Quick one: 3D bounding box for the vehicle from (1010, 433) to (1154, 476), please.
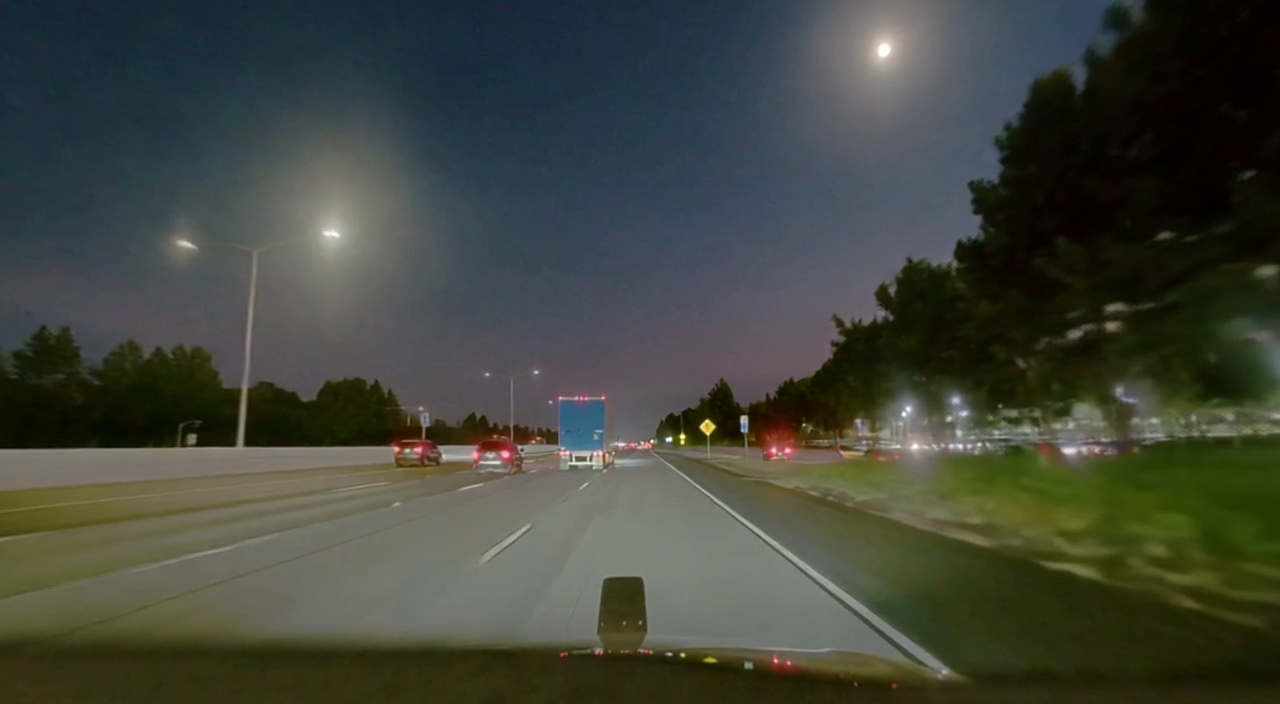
[{"bbox_3d":[17.756,4.139,25.690,2.022,1.505,4.786,3,-9,-7],"label":"vehicle"}]

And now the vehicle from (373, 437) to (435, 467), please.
[{"bbox_3d":[-14.273,6.054,38.451,1.997,1.695,4.492,0,-8,1],"label":"vehicle"}]

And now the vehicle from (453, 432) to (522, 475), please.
[{"bbox_3d":[-6.974,4.678,29.375,2.058,1.840,4.443,0,-8,0],"label":"vehicle"}]

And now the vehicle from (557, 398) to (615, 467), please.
[{"bbox_3d":[-3.460,5.719,43.871,2.905,4.037,12.921,0,-8,0],"label":"vehicle"}]
